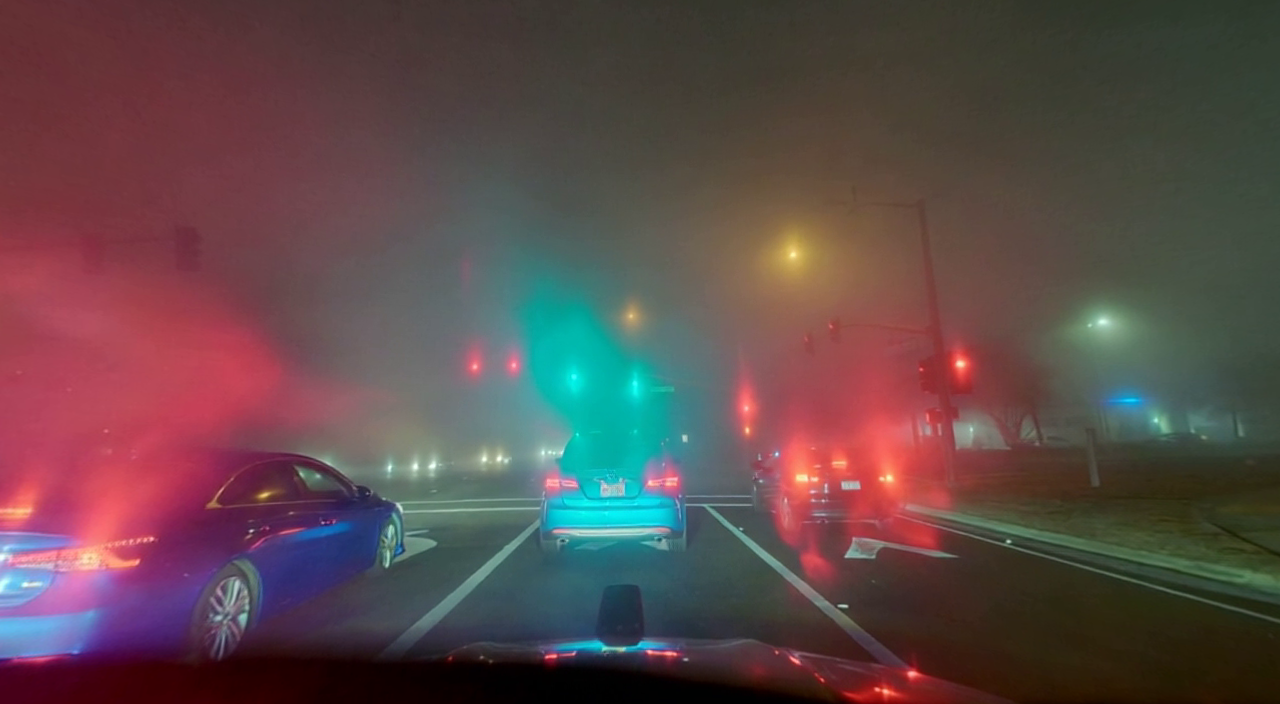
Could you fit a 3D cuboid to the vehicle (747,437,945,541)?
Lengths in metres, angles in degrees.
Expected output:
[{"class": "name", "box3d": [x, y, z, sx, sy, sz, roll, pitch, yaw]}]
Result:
[{"class": "vehicle", "box3d": [3.297, 2.265, 11.190, 1.970, 1.449, 4.433, 0, -8, -1]}]

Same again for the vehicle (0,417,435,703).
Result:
[{"class": "vehicle", "box3d": [-3.577, 1.413, 5.552, 2.052, 1.472, 4.479, 0, -8, 0]}]

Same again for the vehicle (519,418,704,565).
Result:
[{"class": "vehicle", "box3d": [-0.345, 1.830, 8.979, 2.038, 1.599, 3.844, 0, -8, -1]}]
